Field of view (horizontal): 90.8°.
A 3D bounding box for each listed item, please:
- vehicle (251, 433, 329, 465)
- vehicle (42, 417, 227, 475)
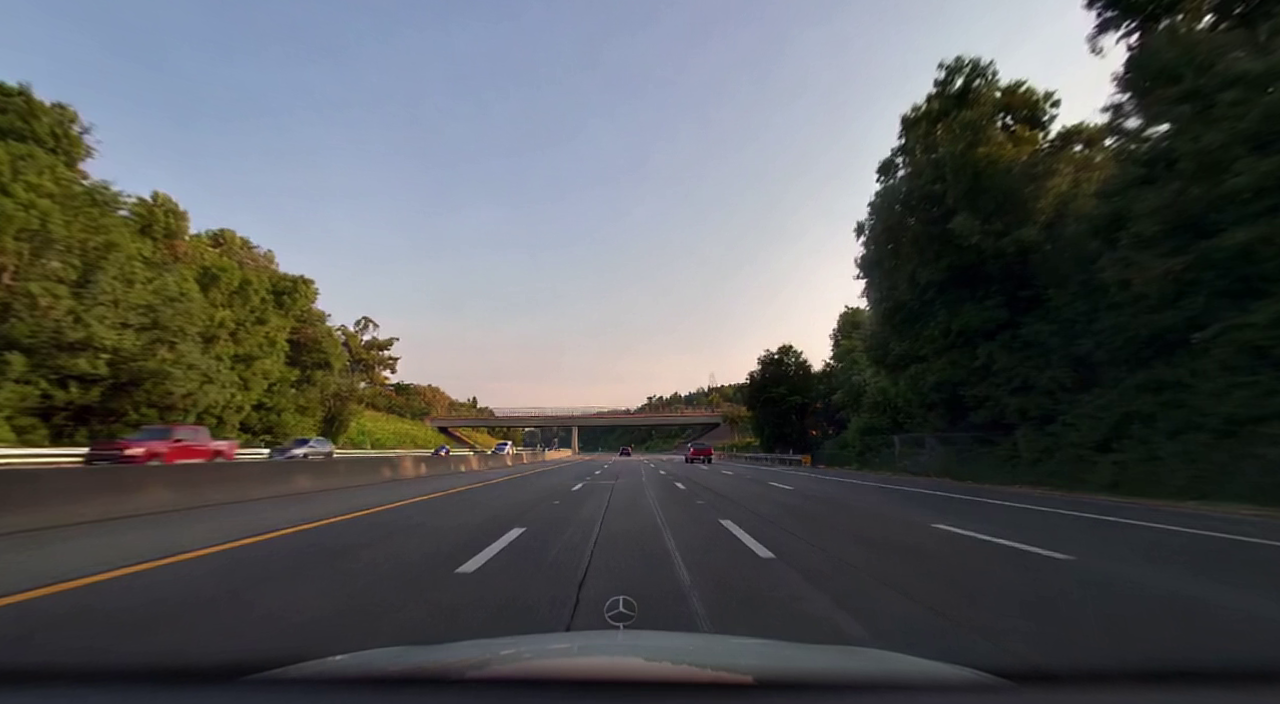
[{"bbox_3d":[-20.211,5.629,36.729,1.963,1.704,4.515,0,-9,-1],"label":"vehicle"},{"bbox_3d":[-16.579,3.159,21.182,2.063,1.703,4.992,0,-9,0],"label":"vehicle"}]
